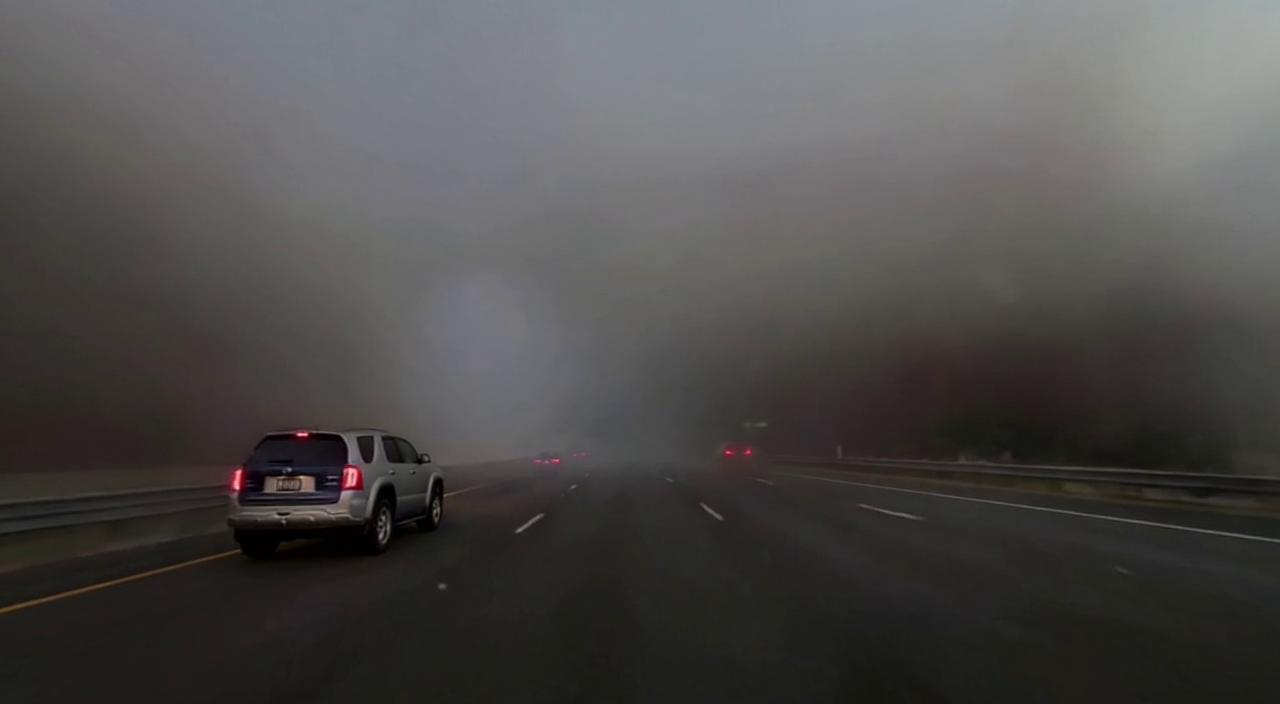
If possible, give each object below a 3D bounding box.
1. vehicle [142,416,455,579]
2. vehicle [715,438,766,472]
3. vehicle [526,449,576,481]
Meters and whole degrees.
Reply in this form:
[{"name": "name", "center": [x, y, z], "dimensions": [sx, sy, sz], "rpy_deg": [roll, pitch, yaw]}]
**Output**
[{"name": "vehicle", "center": [-4.336, 1.913, 9.029], "dimensions": [2.079, 1.745, 4.281], "rpy_deg": [0, -9, 0]}, {"name": "vehicle", "center": [6.549, 6.827, 41.760], "dimensions": [2.378, 2.096, 5.119], "rpy_deg": [0, -9, -2]}, {"name": "vehicle", "center": [-4.473, 5.760, 32.375], "dimensions": [2.009, 1.488, 4.289], "rpy_deg": [0, -9, -1]}]
